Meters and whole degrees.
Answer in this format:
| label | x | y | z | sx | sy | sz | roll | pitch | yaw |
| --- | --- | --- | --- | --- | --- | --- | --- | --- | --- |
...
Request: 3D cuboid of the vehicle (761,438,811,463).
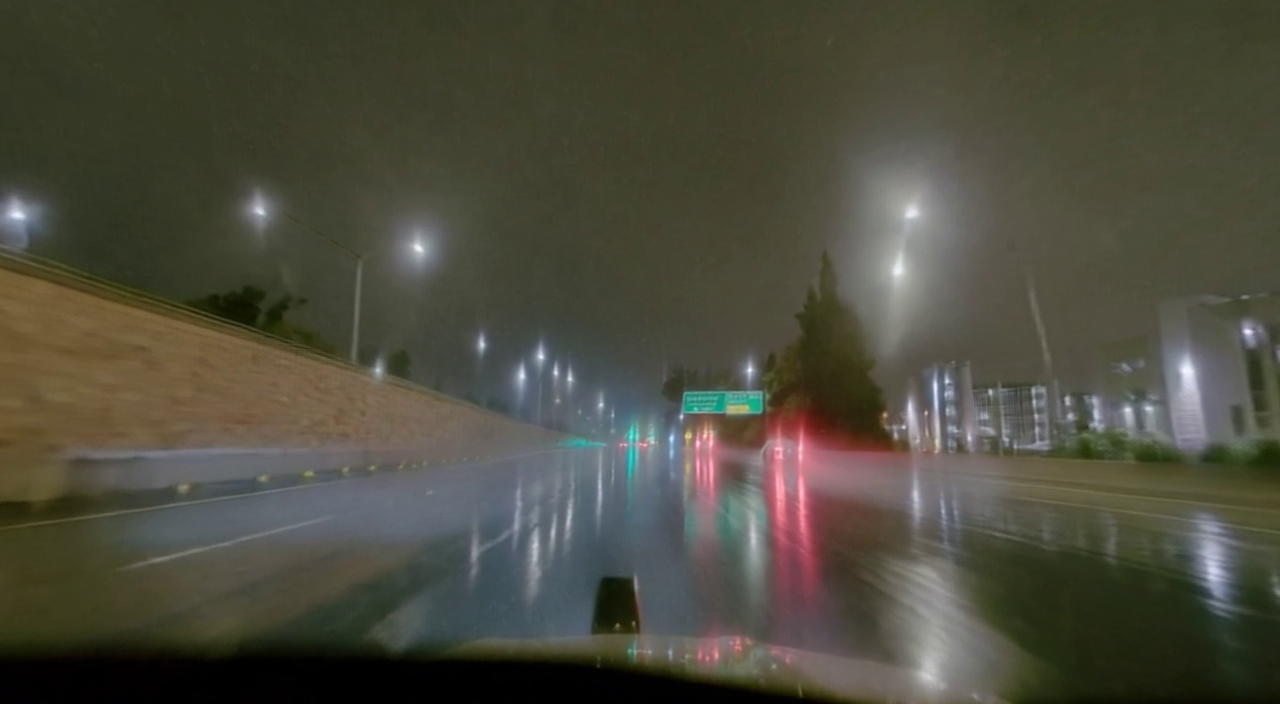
| label | x | y | z | sx | sy | sz | roll | pitch | yaw |
| --- | --- | --- | --- | --- | --- | --- | --- | --- | --- |
| vehicle | 10.495 | 7.125 | 45.869 | 2.165 | 1.636 | 5.175 | 0 | -8 | -2 |
